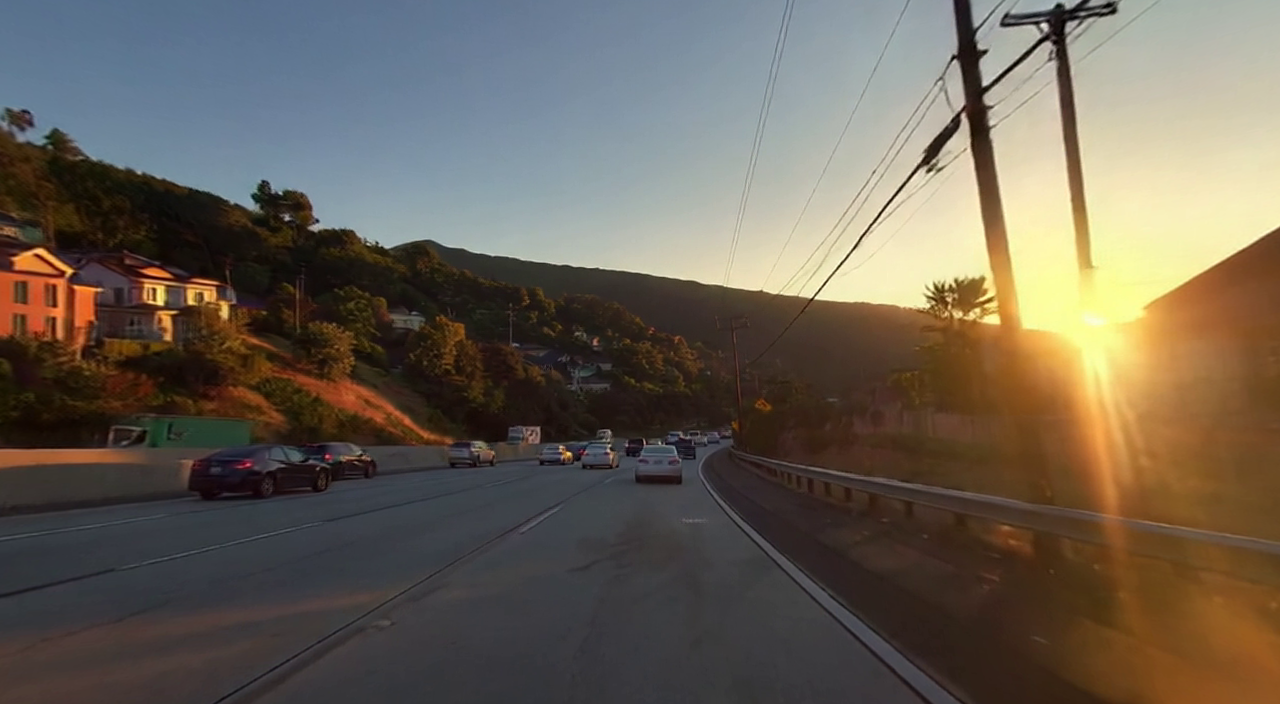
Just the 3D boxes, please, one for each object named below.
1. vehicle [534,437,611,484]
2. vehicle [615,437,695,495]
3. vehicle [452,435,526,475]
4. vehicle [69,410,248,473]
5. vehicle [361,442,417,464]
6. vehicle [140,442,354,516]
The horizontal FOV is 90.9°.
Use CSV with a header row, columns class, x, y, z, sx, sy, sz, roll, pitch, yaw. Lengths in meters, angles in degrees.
class,x,y,z,sx,sy,sz,roll,pitch,yaw
vehicle,-2.528,4.222,24.858,2.121,1.639,4.383,-1,-8,6
vehicle,0.532,3.292,18.566,2.109,1.495,3.935,-1,-8,4
vehicle,-7.439,5.115,31.518,2.080,1.833,4.461,-1,-8,7
vehicle,-28.034,5.345,37.521,2.962,3.232,9.077,-1,-8,4
vehicle,-18.737,7.537,47.255,1.902,1.536,4.561,-1,-8,6
vehicle,-8.994,2.900,15.030,1.959,1.469,4.450,-1,-8,5
